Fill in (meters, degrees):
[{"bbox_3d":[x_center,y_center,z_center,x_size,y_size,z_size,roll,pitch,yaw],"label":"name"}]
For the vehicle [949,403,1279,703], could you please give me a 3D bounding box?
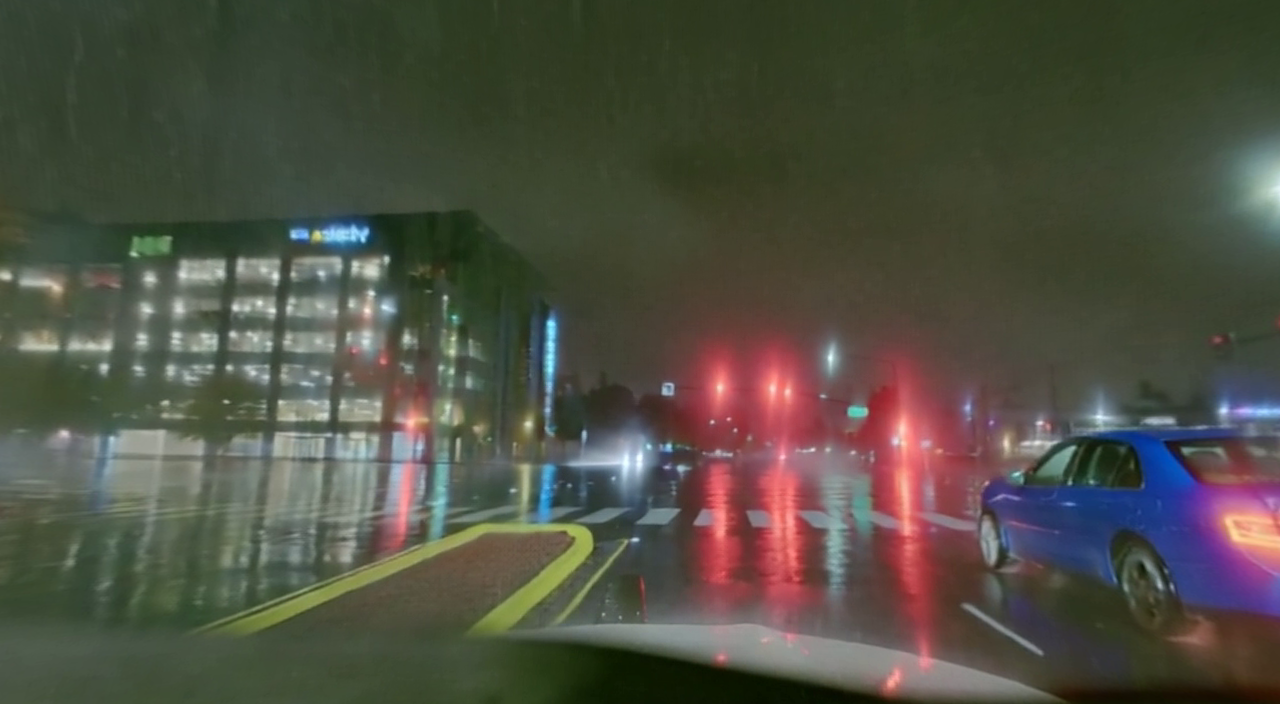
[{"bbox_3d":[4.460,1.376,5.307,2.067,1.625,4.073,-1,-9,8],"label":"vehicle"}]
